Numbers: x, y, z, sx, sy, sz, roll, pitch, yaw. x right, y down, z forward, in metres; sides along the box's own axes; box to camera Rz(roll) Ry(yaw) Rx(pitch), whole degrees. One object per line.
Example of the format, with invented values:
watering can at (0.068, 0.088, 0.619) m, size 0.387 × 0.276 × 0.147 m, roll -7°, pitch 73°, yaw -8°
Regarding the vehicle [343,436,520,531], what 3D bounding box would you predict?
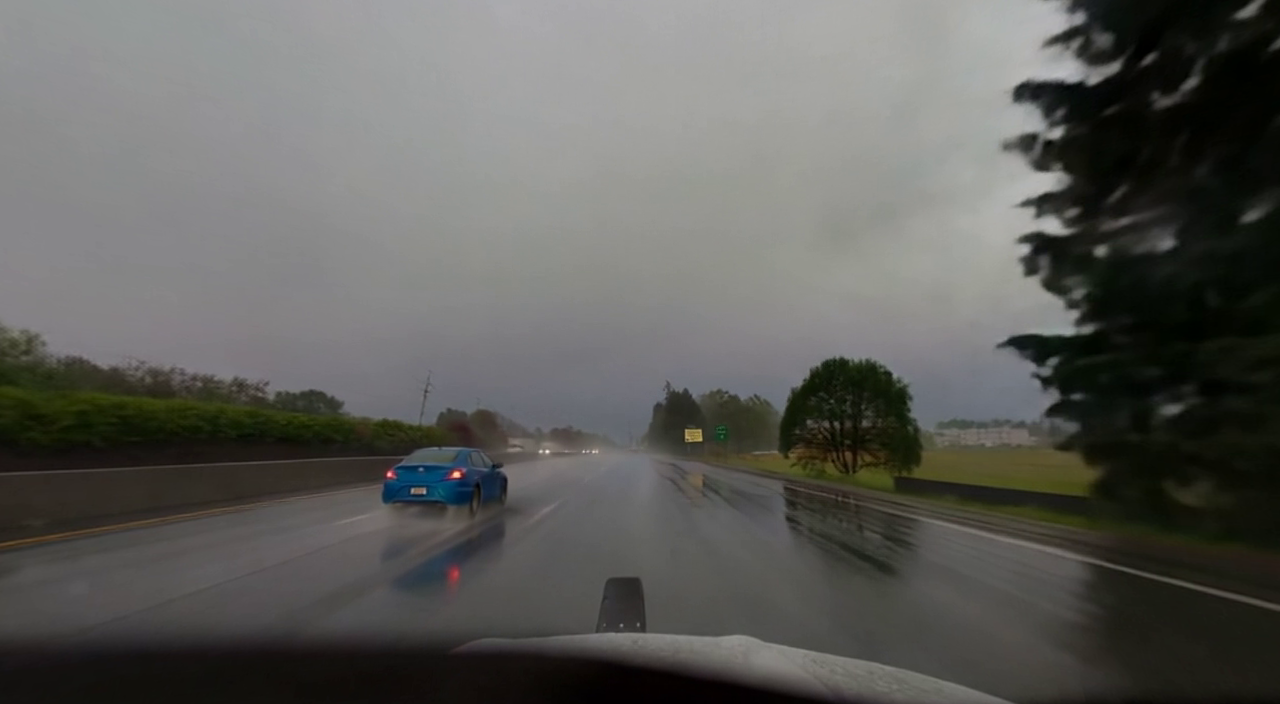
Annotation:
vehicle at (-3.784, 2.450, 12.309) m, size 2.121 × 1.537 × 3.852 m, roll 0°, pitch -9°, yaw 0°
